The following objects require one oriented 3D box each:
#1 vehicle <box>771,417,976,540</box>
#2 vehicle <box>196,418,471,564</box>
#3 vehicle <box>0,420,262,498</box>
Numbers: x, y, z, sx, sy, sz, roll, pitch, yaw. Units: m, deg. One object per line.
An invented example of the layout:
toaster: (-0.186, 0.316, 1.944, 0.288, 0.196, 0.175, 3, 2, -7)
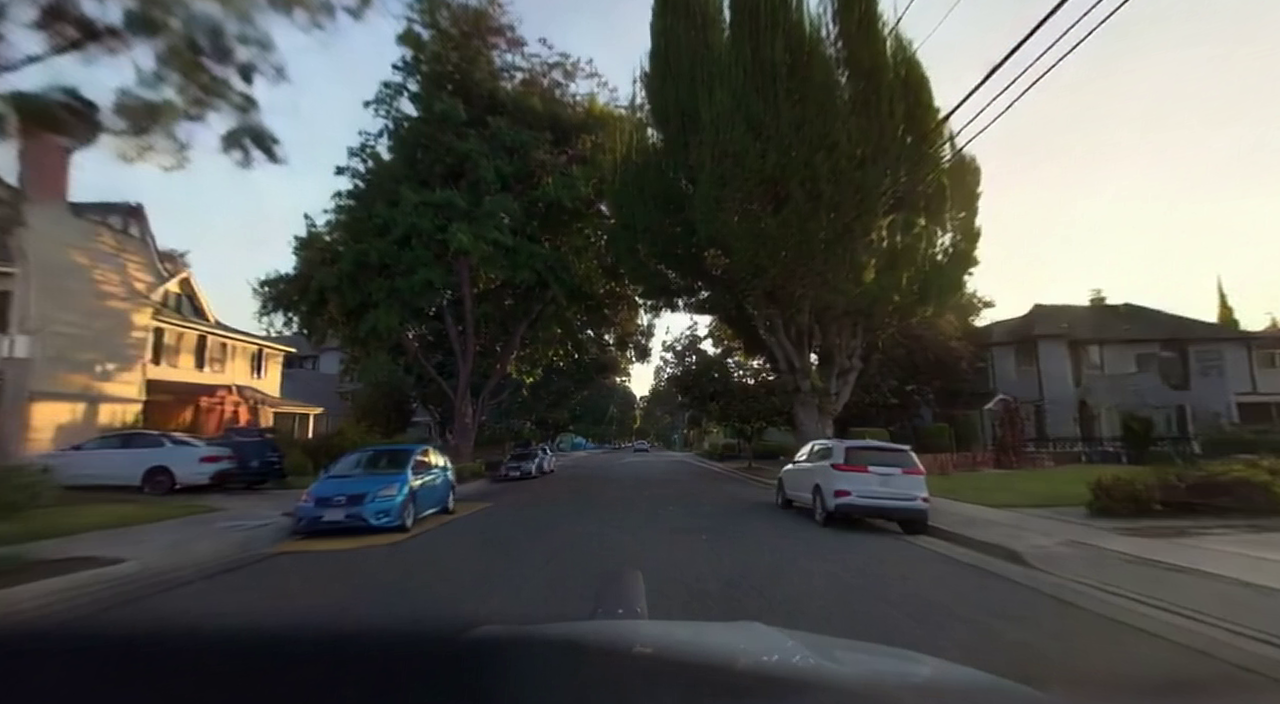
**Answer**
vehicle: (4.013, 2.252, 11.932, 2.173, 1.806, 4.701, 1, -9, 2)
vehicle: (-4.313, 2.007, 9.835, 2.157, 1.736, 4.104, -1, -8, 1)
vehicle: (-13.100, 2.713, 16.212, 5.411, 1.847, 2.100, 0, -8, 0)
